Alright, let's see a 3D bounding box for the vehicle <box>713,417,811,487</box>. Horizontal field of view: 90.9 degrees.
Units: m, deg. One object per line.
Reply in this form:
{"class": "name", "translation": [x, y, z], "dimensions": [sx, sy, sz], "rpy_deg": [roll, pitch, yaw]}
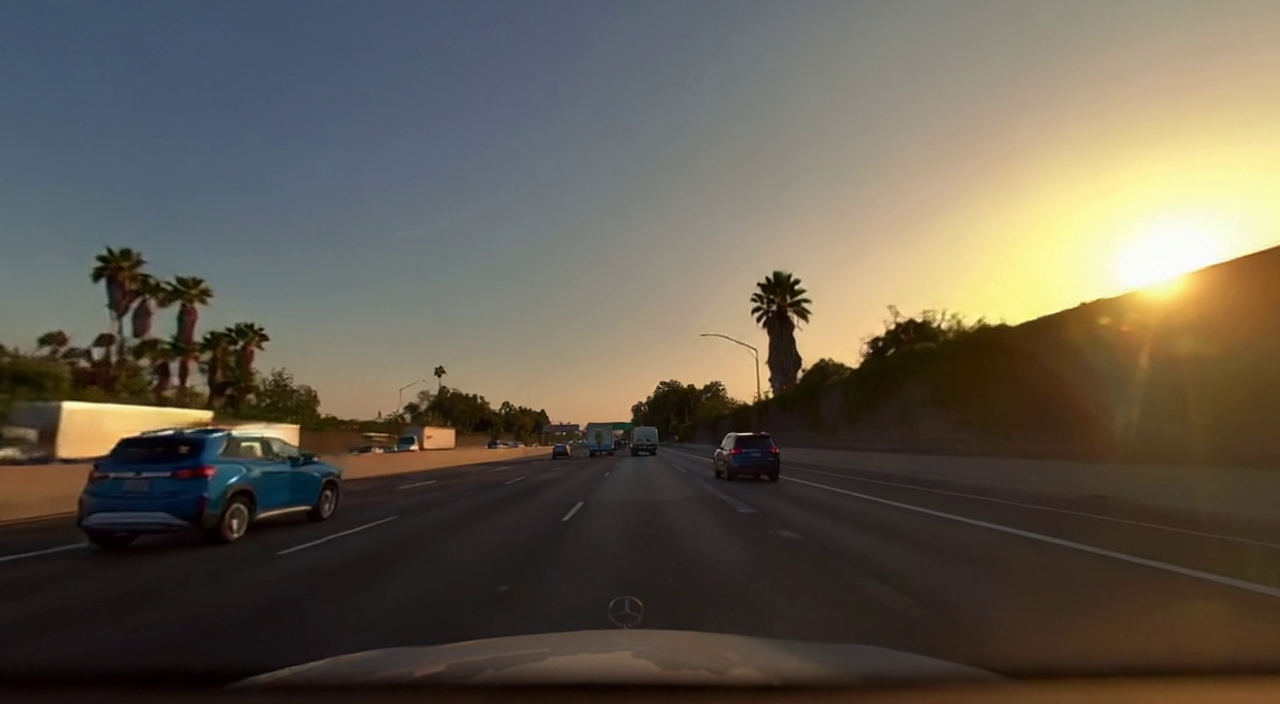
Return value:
{"class": "vehicle", "translation": [4.148, 3.536, 22.543], "dimensions": [2.408, 2.210, 4.999], "rpy_deg": [0, -8, -1]}

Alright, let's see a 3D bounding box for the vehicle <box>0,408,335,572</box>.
{"class": "vehicle", "translation": [-6.911, 1.860, 9.375], "dimensions": [2.289, 1.774, 4.871], "rpy_deg": [0, -8, 0]}
